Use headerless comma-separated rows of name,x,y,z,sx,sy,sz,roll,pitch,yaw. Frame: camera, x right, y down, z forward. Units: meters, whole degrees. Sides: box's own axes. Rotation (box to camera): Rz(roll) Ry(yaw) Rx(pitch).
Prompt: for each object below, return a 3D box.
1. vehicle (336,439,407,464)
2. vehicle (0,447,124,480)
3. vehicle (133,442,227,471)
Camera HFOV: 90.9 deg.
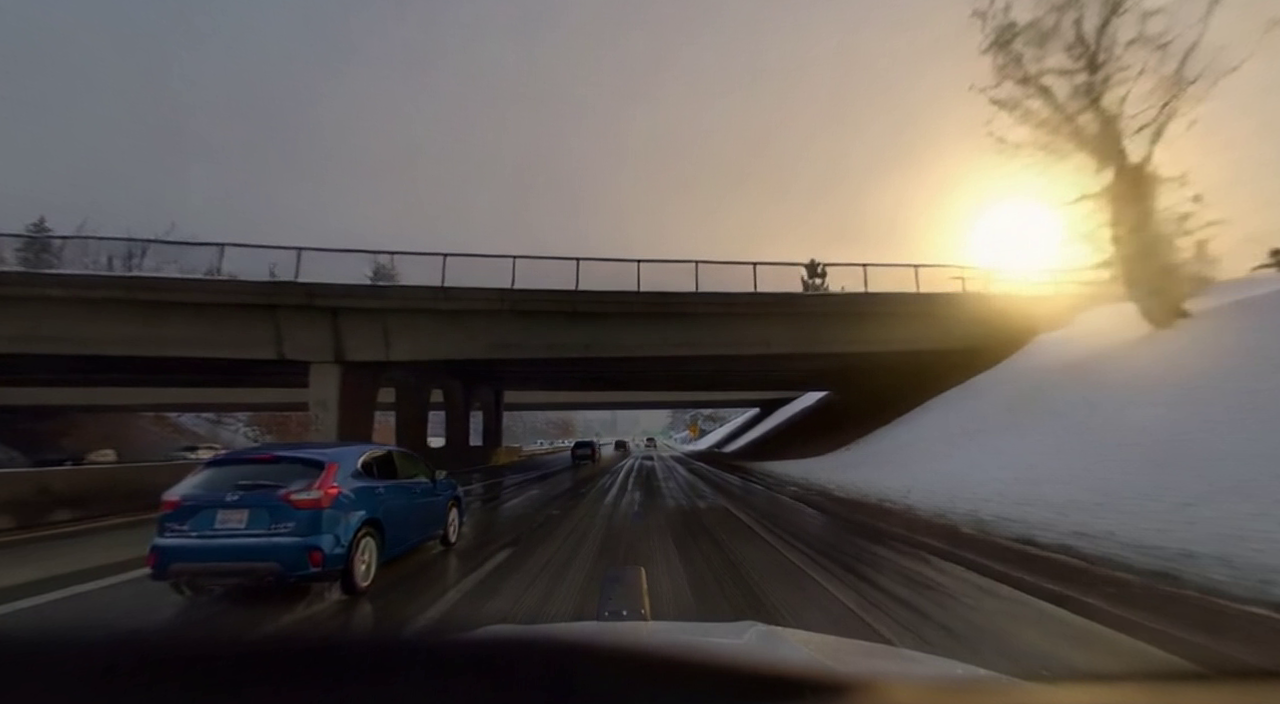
vehicle,-19.669,7.330,46.611,2.477,1.667,5.834,0,-8,3
vehicle,-27.415,5.282,30.148,1.826,1.432,4.233,0,-8,1
vehicle,-28.864,6.555,39.852,2.008,1.707,5.059,0,-8,2
